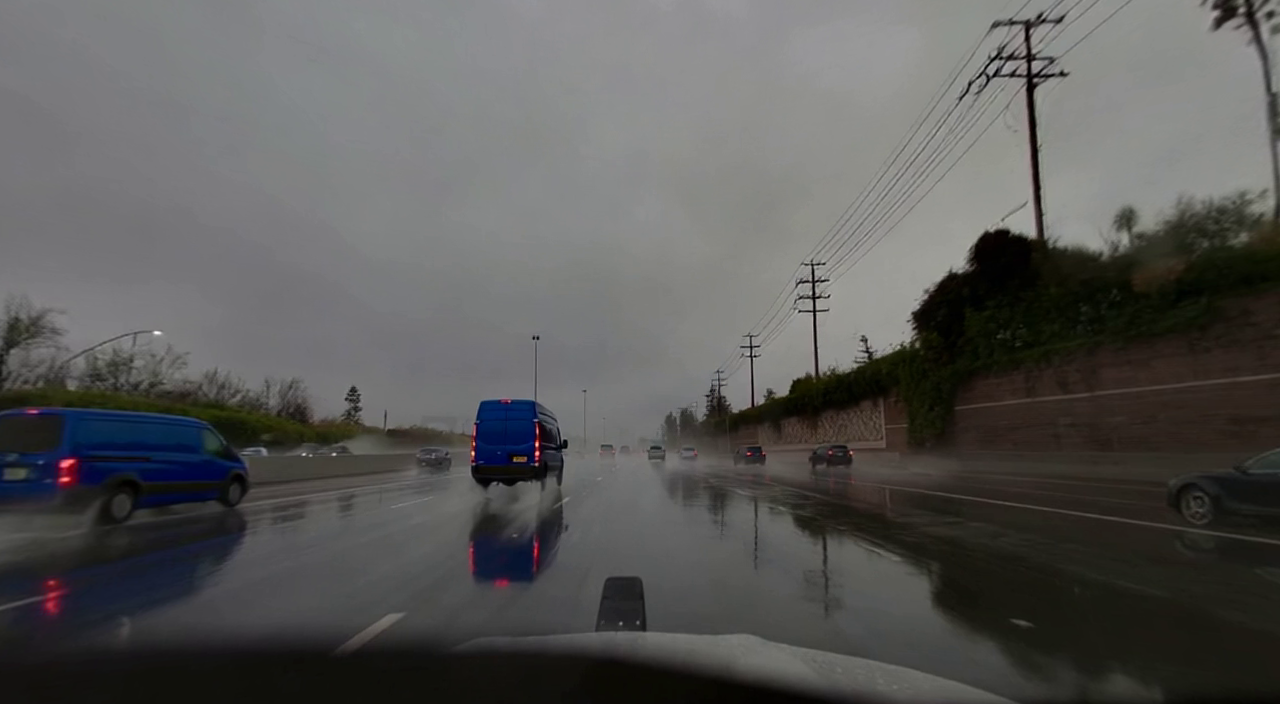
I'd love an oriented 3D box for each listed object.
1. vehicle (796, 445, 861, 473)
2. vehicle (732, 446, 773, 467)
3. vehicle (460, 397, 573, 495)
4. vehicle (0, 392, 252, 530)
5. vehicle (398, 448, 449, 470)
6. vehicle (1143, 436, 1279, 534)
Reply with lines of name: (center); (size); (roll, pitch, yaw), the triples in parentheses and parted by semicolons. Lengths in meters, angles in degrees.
vehicle: (10.378, 5.904, 34.979); (2.052, 1.470, 4.364); (0, -9, -3)
vehicle: (8.839, 8.253, 49.936); (2.095, 1.504, 4.536); (0, -9, -5)
vehicle: (-3.684, 3.009, 20.149); (2.395, 2.660, 5.827); (0, -9, 0)
vehicle: (-11.380, 2.193, 13.135); (2.596, 2.162, 6.328); (0, -9, -1)
vehicle: (-15.158, 7.489, 44.370); (1.948, 1.479, 4.754); (0, -9, 0)
vehicle: (11.100, 2.084, 9.909); (2.115, 1.525, 4.882); (0, -9, -4)
